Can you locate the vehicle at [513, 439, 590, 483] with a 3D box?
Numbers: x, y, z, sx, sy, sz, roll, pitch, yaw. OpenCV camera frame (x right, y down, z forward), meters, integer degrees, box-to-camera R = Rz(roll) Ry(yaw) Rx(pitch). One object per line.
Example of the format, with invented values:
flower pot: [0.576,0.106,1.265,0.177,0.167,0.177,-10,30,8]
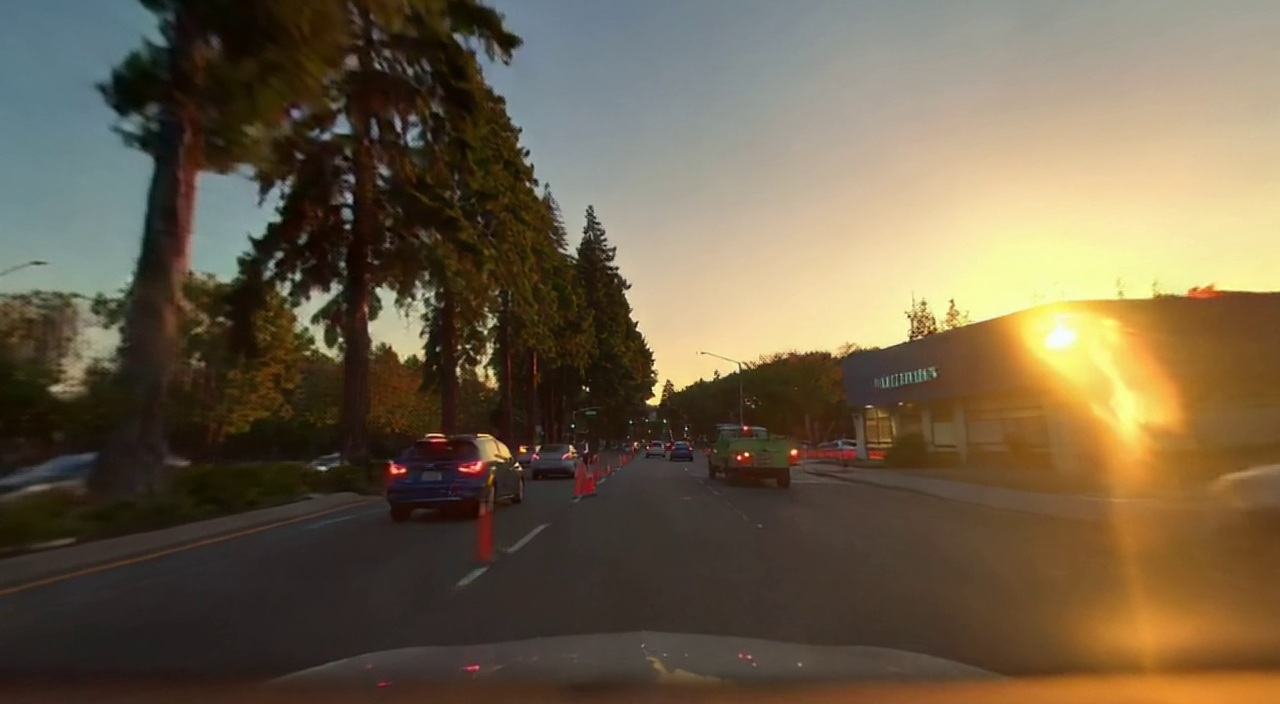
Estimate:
vehicle: [-3.218,4.066,23.894,2.107,1.482,4.674,0,-8,2]

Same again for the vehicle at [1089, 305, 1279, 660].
vehicle: [5.349,0.566,2.200,2.653,2.231,6.793,0,-8,1]

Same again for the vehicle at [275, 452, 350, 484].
vehicle: [-19.306,6.831,37.406,1.874,1.671,4.568,0,-8,1]

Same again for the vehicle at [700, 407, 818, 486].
vehicle: [4.091,3.546,23.758,2.760,2.465,7.936,0,-8,-1]

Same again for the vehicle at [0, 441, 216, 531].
vehicle: [-12.496,2.986,14.753,1.920,1.758,4.452,0,-8,1]

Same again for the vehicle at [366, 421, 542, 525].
vehicle: [-3.399,2.308,12.562,2.038,1.682,4.399,0,-8,2]
